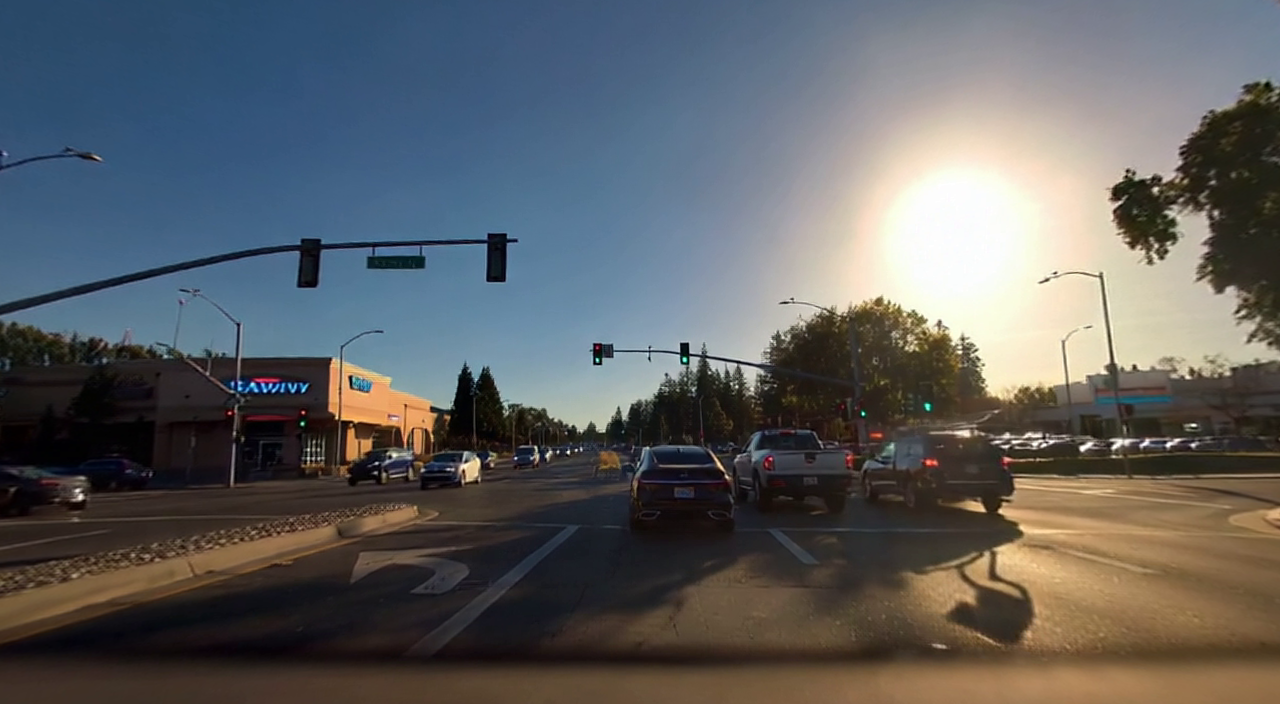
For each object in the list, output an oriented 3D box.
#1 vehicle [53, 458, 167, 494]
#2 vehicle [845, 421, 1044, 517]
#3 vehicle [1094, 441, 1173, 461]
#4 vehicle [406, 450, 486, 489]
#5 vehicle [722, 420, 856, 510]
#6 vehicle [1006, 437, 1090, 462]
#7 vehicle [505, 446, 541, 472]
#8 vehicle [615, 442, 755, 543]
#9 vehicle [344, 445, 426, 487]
[{"bbox_3d":[-29.047,6.783,34.625,4.789,1.828,2.025,-2,-9,11],"label":"vehicle"},{"bbox_3d":[7.299,2.870,16.026,2.323,2.009,5.266,0,-8,-1],"label":"vehicle"},{"bbox_3d":[36.363,7.315,46.538,4.230,1.449,1.782,0,-8,1],"label":"vehicle"},{"bbox_3d":[-8.136,4.940,26.897,2.002,1.469,4.301,0,-8,0],"label":"vehicle"},{"bbox_3d":[3.868,3.059,17.590,2.358,2.116,5.328,0,-8,-1],"label":"vehicle"},{"bbox_3d":[31.403,7.536,48.653,4.885,1.883,2.107,0,-8,1],"label":"vehicle"},{"bbox_3d":[-8.418,7.714,45.791,1.904,1.789,4.021,0,-8,-1],"label":"vehicle"},{"bbox_3d":[0.596,2.328,11.115,2.038,1.447,3.756,0,-8,-2],"label":"vehicle"},{"bbox_3d":[-12.157,5.416,30.405,1.991,1.844,4.393,0,-8,2],"label":"vehicle"}]
